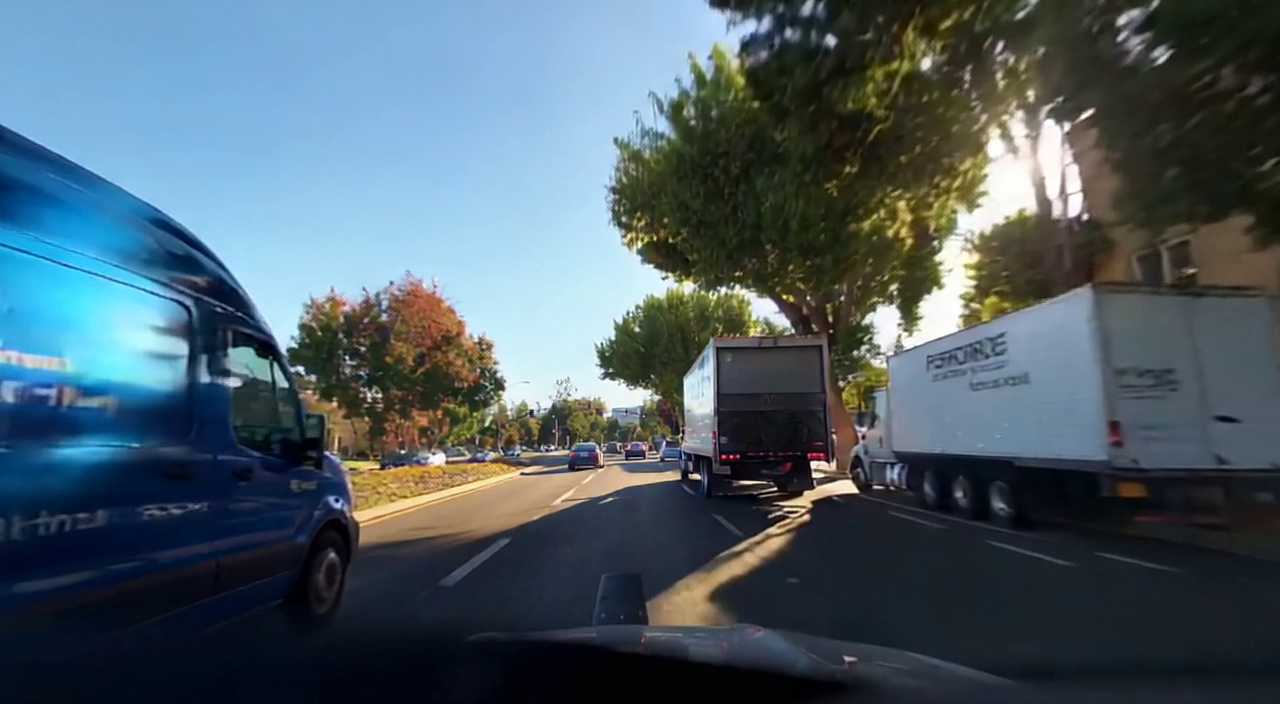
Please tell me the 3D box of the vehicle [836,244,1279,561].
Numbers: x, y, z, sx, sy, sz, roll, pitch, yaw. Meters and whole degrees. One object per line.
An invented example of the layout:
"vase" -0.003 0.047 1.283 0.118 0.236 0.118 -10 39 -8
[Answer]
"vehicle" 6.979 1.254 12.469 3.005 3.947 9.252 0 -9 -1

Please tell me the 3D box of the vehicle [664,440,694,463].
"vehicle" 2.770 7.207 45.822 1.869 1.616 4.346 0 -9 0

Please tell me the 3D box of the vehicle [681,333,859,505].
"vehicle" 2.961 2.078 17.862 2.861 3.525 9.858 0 -9 0

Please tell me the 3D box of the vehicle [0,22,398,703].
"vehicle" -3.429 0.280 2.257 2.443 2.784 6.493 0 -9 1

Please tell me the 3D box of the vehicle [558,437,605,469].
"vehicle" -3.411 6.065 38.006 2.356 1.766 5.674 0 -9 -1
